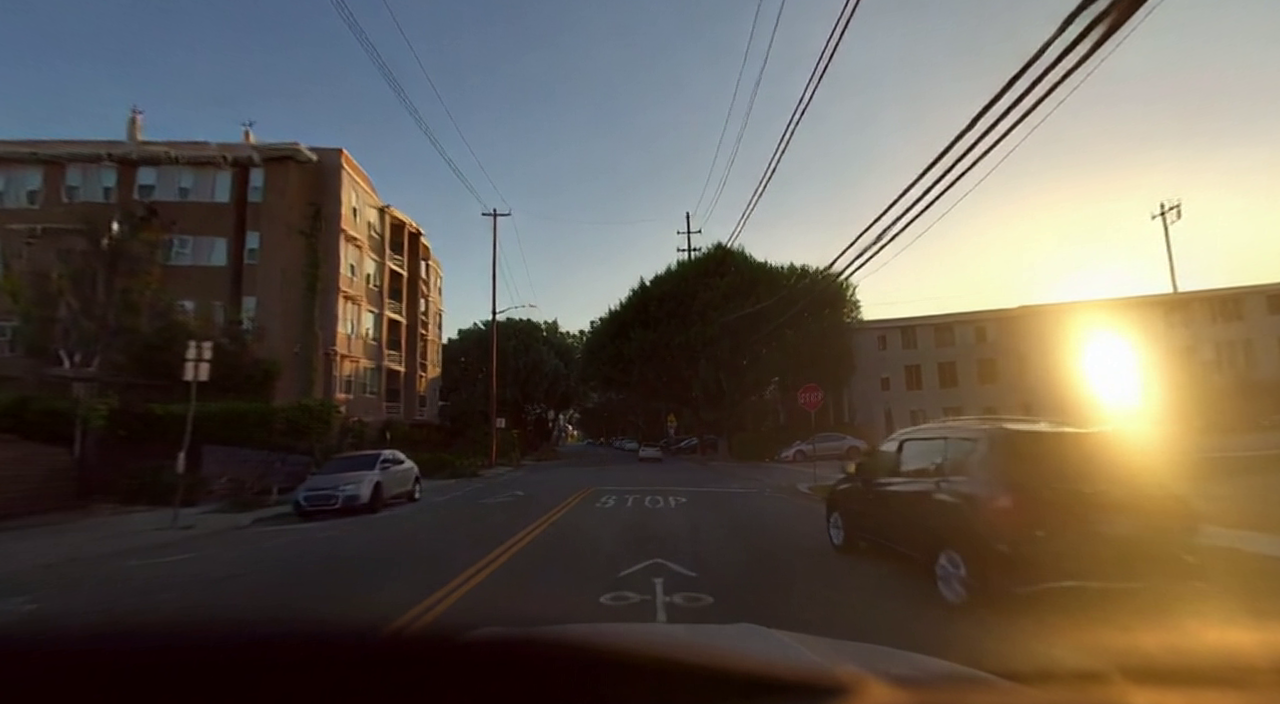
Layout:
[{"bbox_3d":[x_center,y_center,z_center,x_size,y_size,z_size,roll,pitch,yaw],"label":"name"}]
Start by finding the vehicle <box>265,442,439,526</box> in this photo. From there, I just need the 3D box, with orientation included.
[{"bbox_3d":[-6.411,2.934,14.741,1.922,1.505,4.502,-4,-8,1],"label":"vehicle"}]

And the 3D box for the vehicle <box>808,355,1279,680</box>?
[{"bbox_3d":[3.582,1.425,6.518,2.300,1.913,4.896,5,-8,0],"label":"vehicle"}]
